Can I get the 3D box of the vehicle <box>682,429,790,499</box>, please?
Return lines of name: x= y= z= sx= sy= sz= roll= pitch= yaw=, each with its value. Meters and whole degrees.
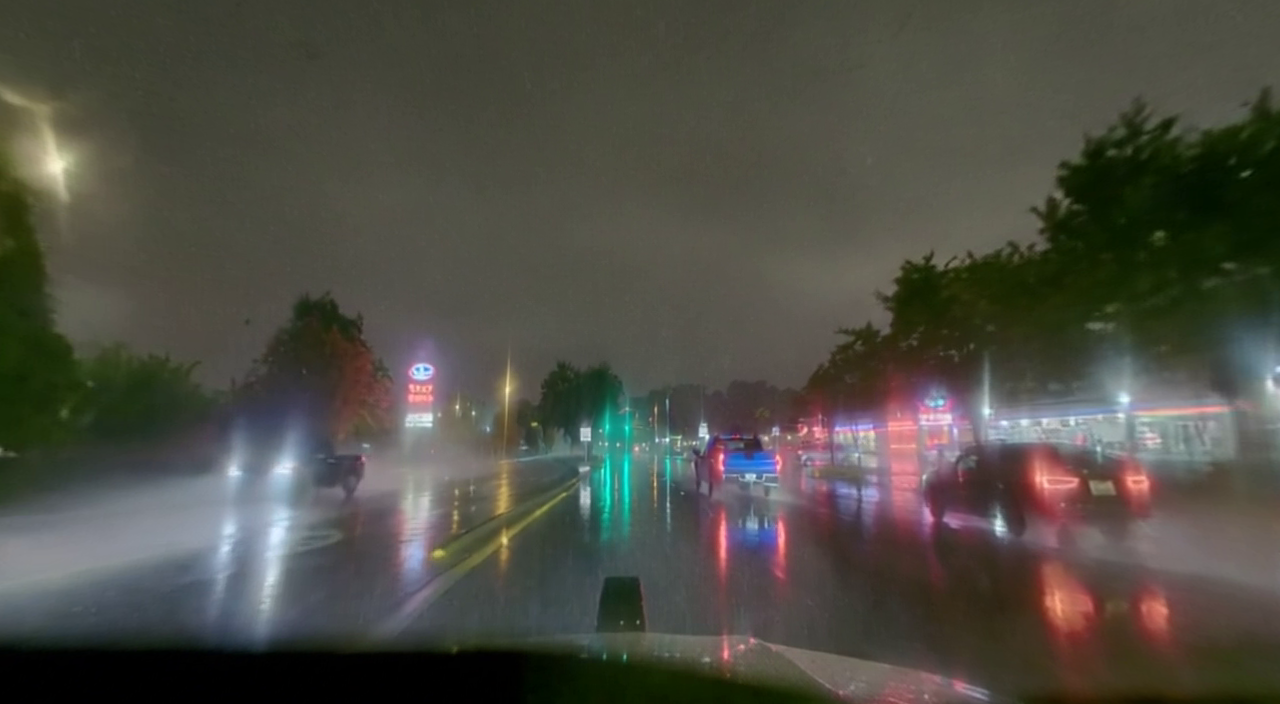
vehicle: x=2.578 y=3.186 z=18.373 sx=2.214 sy=1.749 sz=4.998 roll=0 pitch=-9 yaw=-2

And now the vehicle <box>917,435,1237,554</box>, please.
vehicle: x=6.468 y=2.122 z=10.161 sx=1.986 sy=1.480 sz=4.296 roll=0 pitch=-9 yaw=-1

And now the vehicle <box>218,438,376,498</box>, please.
vehicle: x=-12.628 y=4.296 z=23.919 sx=2.868 sy=1.978 sz=5.632 roll=0 pitch=-9 yaw=-1
